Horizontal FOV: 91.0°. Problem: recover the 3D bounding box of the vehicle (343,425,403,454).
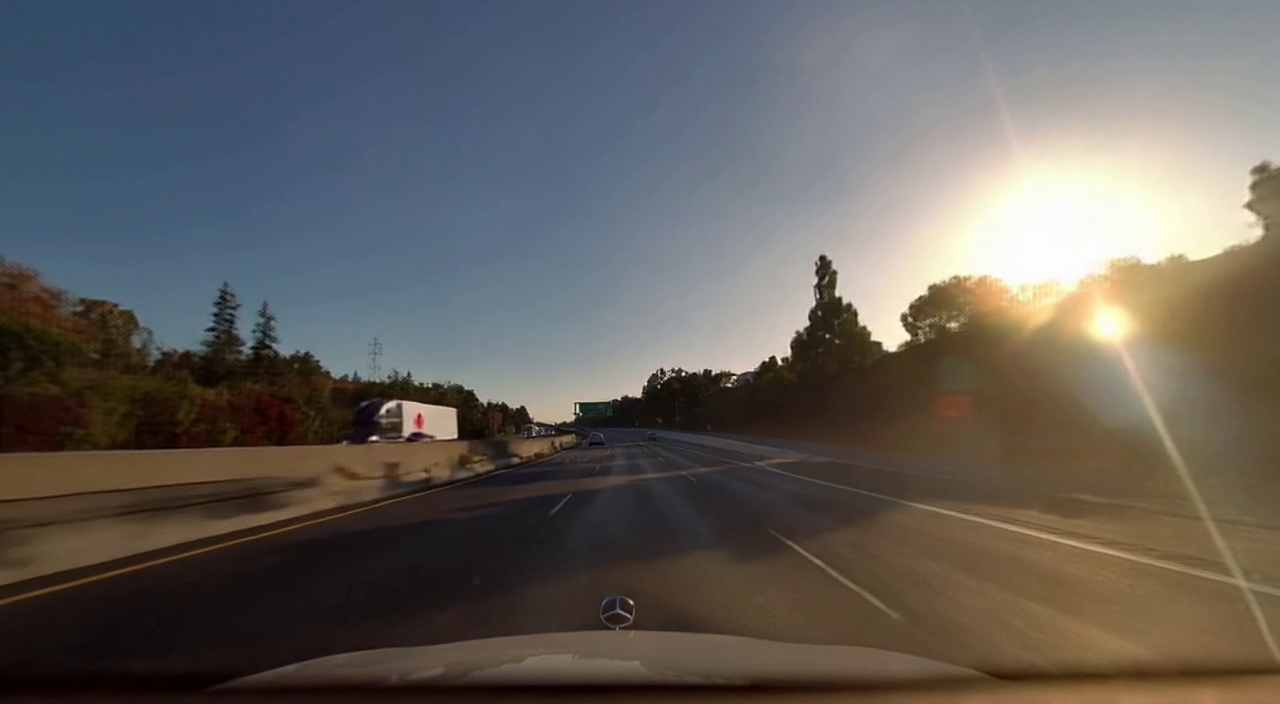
[{"bbox_3d":[-20.726,6.830,49.179,2.349,2.112,5.803,0,-8,-2],"label":"vehicle"}]
